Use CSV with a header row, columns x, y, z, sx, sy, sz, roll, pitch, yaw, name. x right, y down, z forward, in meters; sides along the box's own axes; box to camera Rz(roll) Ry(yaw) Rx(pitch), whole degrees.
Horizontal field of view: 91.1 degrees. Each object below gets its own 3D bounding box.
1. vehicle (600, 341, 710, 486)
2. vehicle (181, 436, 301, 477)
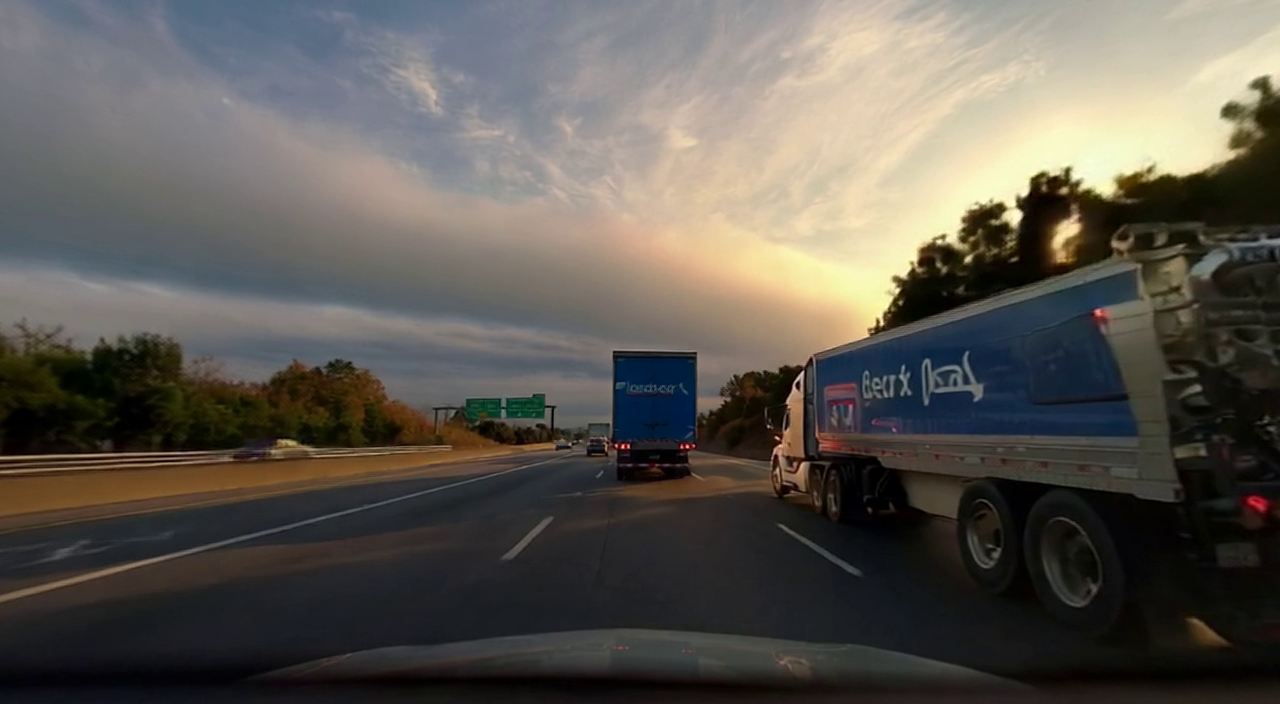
x,y,z,sx,sy,sz,roll,pitch,yaw,name
0.362,2.290,21.861,2.920,3.860,10.035,0,-8,0,vehicle
-16.735,4.373,26.668,2.327,1.597,4.211,0,-8,0,vehicle
